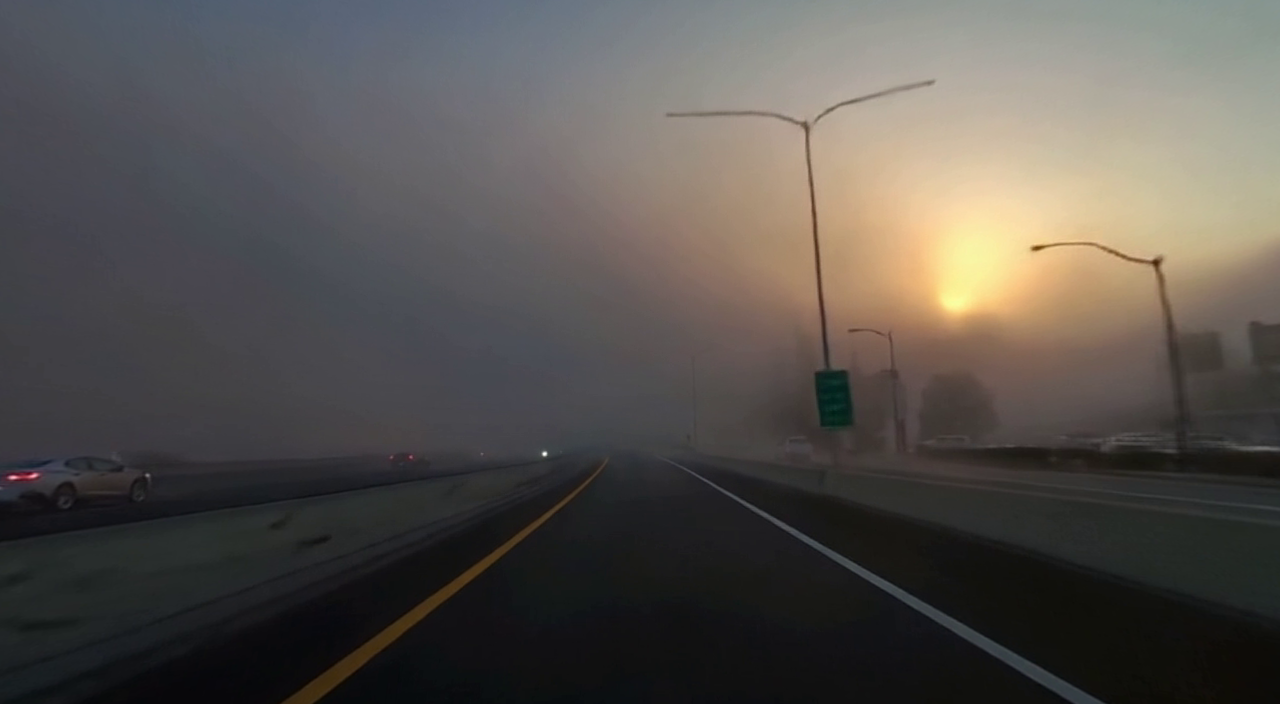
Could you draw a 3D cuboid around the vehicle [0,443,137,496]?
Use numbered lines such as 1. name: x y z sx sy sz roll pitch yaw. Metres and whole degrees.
1. vehicle: -19.314 3.782 20.707 2.068 1.518 4.438 0 -9 -2
